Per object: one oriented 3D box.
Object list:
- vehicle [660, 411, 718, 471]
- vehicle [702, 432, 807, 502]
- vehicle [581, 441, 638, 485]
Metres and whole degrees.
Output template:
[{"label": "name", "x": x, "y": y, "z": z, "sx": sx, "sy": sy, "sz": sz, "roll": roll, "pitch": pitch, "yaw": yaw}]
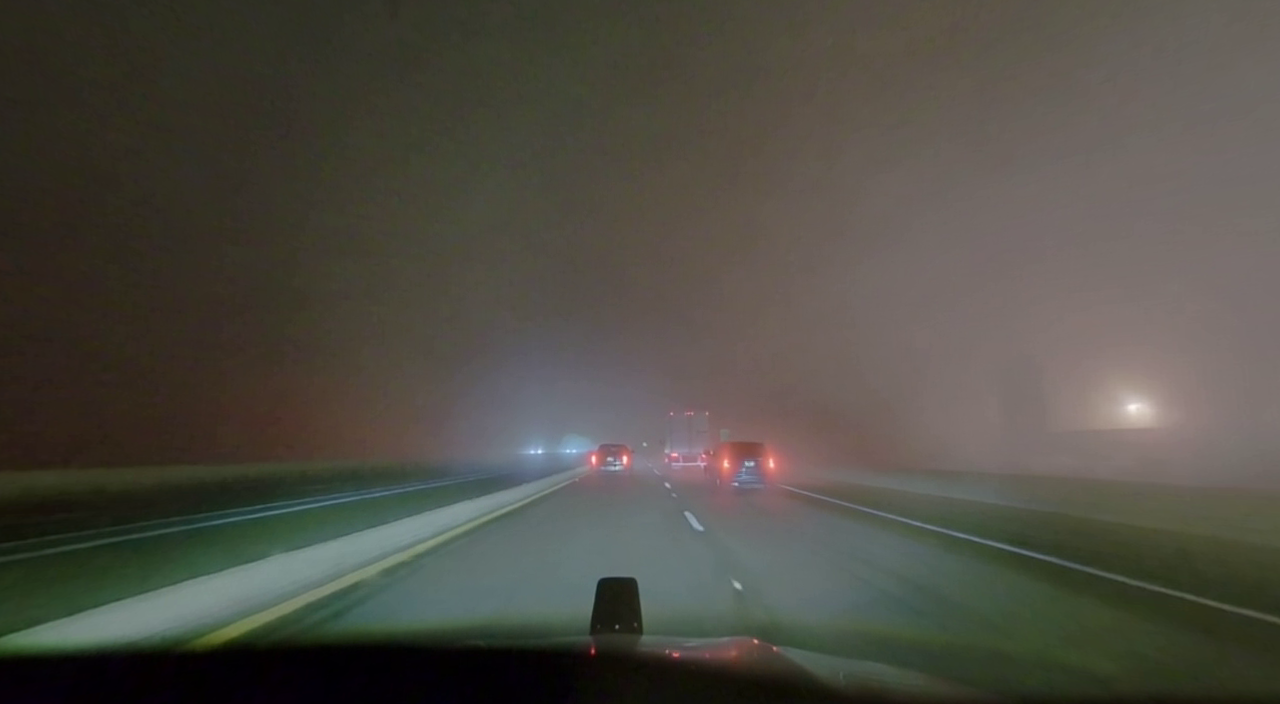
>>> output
[{"label": "vehicle", "x": 3.403, "y": 6.680, "z": 46.537, "sx": 3.143, "sy": 3.880, "sz": 10.117, "roll": 0, "pitch": -9, "yaw": -2}, {"label": "vehicle", "x": 3.111, "y": 3.244, "z": 18.012, "sx": 2.230, "sy": 1.715, "sz": 4.243, "roll": 0, "pitch": -9, "yaw": 0}, {"label": "vehicle", "x": -1.170, "y": 4.637, "z": 26.446, "sx": 2.181, "sy": 1.653, "sz": 4.691, "roll": 0, "pitch": -9, "yaw": 0}]
